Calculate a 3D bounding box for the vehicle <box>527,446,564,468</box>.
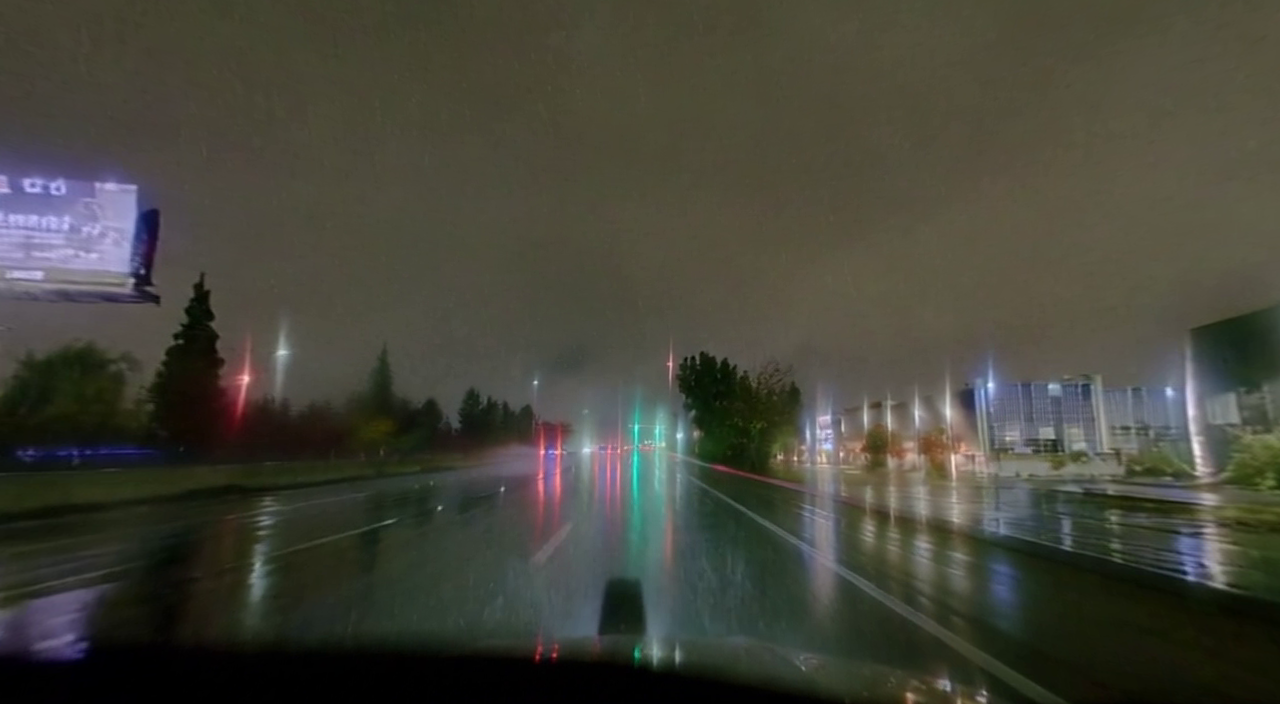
[{"bbox_3d":[-6.666,7.502,45.087,1.936,1.462,4.388,0,-8,0],"label":"vehicle"}]
